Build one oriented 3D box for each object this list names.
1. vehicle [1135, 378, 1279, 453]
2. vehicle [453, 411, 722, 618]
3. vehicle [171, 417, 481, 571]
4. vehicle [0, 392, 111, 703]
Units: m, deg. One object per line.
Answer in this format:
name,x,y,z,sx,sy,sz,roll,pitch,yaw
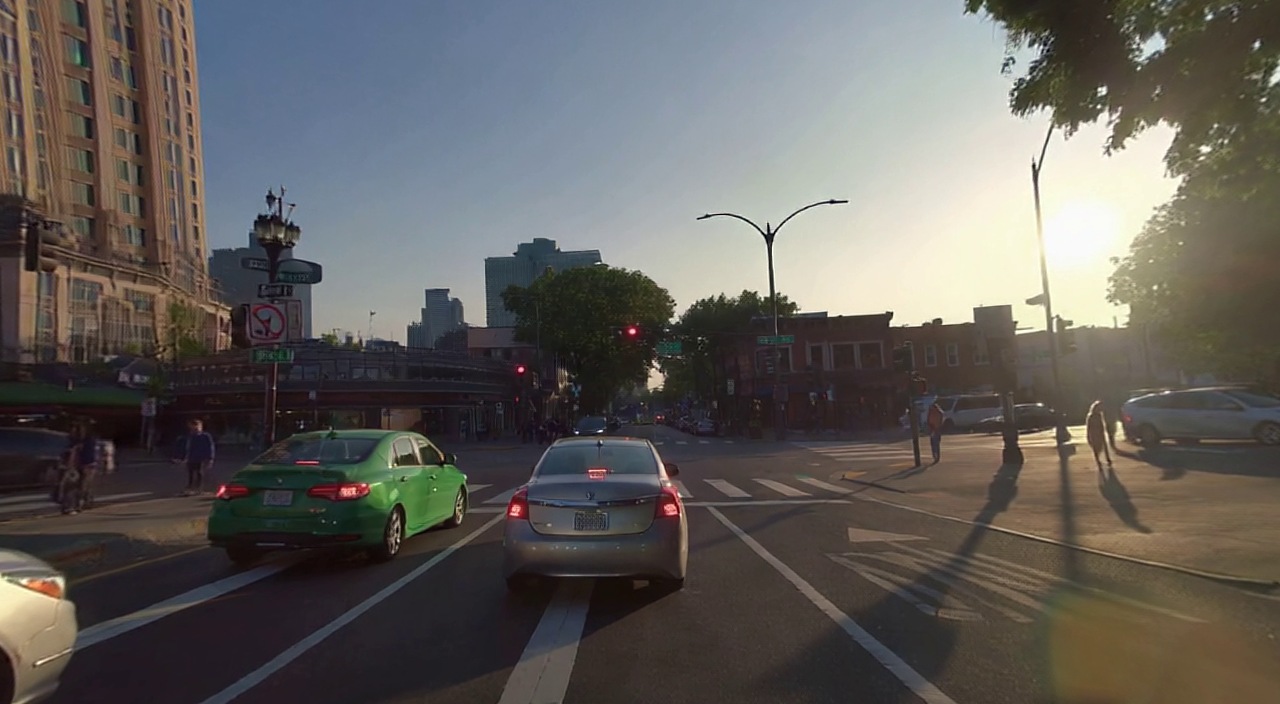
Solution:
vehicle,21.623,2.361,22.890,5.863,2.493,2.354,2,-9,-12
vehicle,-0.409,1.502,6.733,1.999,1.520,3.896,0,-8,-1
vehicle,-3.689,1.742,8.514,1.934,1.522,4.287,0,-8,0
vehicle,-3.907,0.704,1.173,1.995,1.524,4.438,0,-8,0
